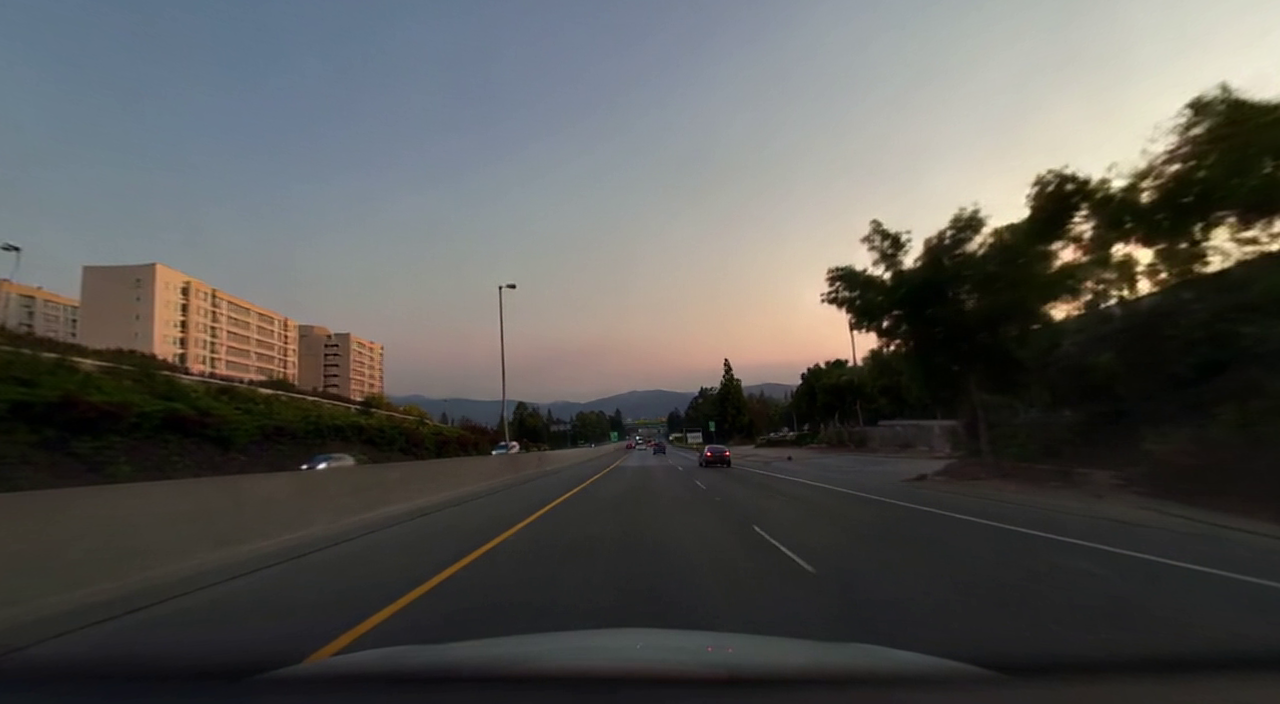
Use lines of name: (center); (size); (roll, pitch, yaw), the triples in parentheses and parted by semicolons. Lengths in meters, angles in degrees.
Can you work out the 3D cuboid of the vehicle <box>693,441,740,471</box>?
vehicle: (4.245, 5.843, 35.614); (2.042, 1.518, 4.477); (0, -8, -1)
